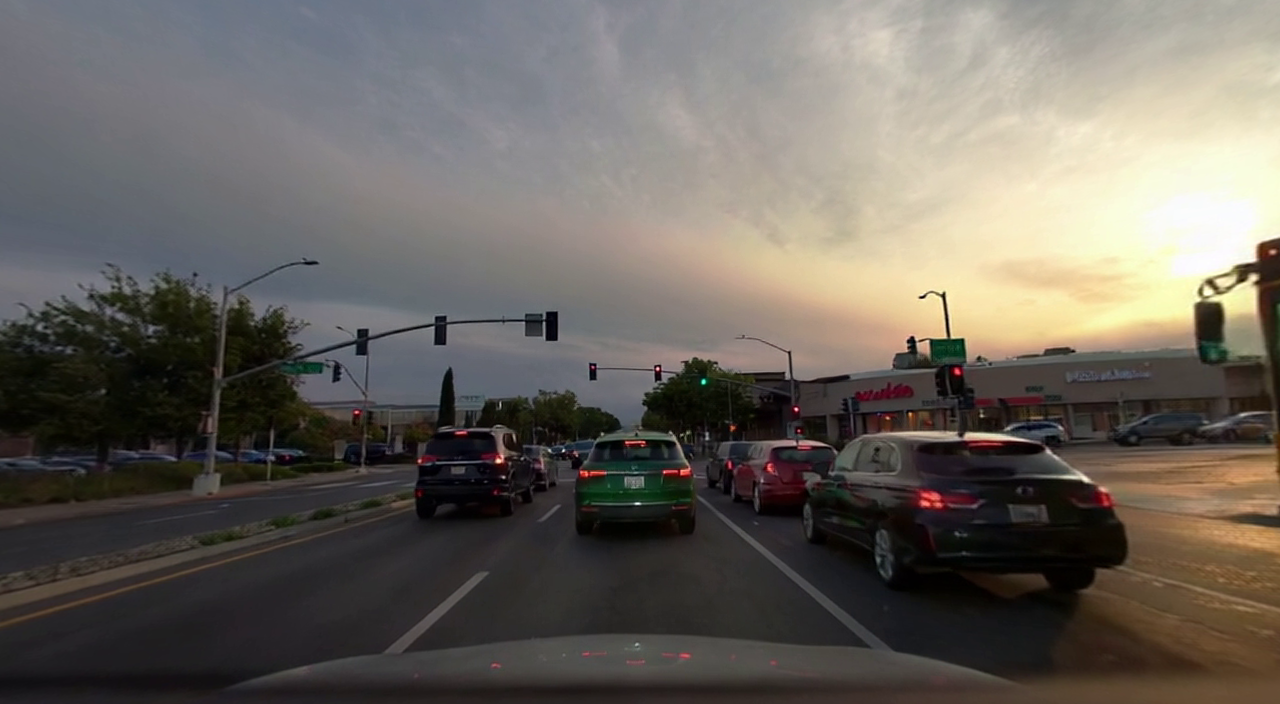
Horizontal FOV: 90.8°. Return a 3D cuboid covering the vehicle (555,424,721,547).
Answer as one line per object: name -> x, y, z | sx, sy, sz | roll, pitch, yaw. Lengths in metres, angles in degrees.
vehicle -> -0.027, 1.959, 9.855 | 2.071, 1.525, 3.723 | 0, -9, 0

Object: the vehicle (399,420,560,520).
vehicle -> -3.058, 2.382, 13.190 | 2.180, 1.708, 4.397 | 0, -9, 0

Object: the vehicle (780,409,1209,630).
vehicle -> 2.937, 1.481, 6.591 | 1.922, 1.508, 4.330 | 0, -9, 0

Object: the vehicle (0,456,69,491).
vehicle -> -27.878, 5.303, 27.606 | 3.838, 1.433, 1.967 | 4, -10, -28

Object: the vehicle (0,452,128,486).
vehicle -> -28.058, 5.628, 30.710 | 4.469, 1.498, 1.908 | 4, -9, -24
